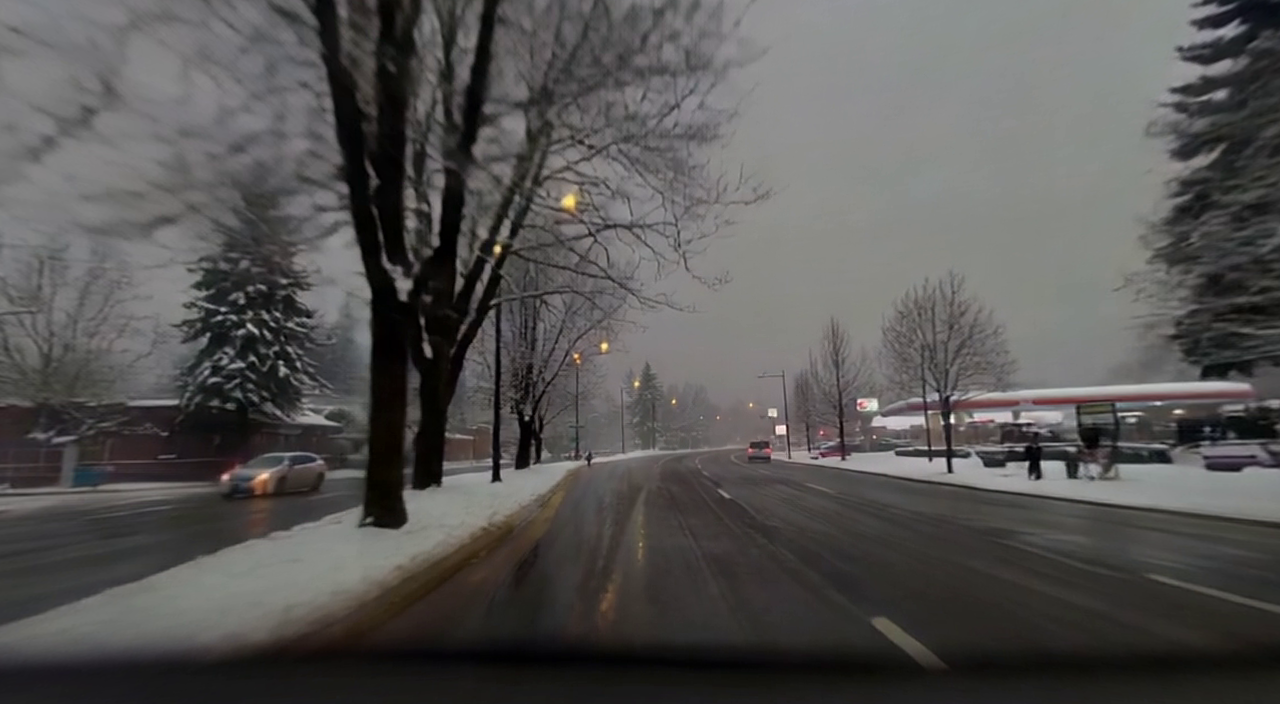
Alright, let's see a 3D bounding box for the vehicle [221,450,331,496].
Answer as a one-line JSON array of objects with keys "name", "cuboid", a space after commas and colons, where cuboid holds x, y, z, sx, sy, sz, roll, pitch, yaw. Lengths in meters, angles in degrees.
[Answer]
[{"name": "vehicle", "cuboid": [-16.580, 5.493, 29.130, 2.191, 1.879, 4.675, 0, -9, 2]}]
